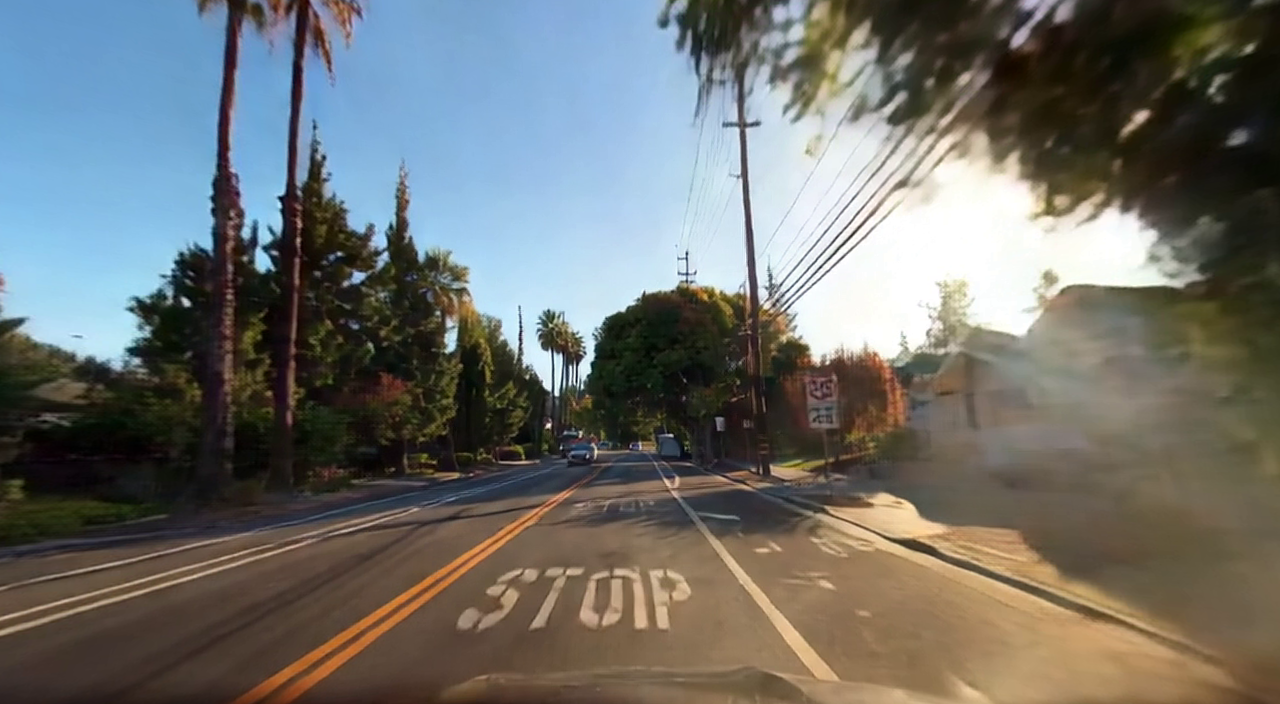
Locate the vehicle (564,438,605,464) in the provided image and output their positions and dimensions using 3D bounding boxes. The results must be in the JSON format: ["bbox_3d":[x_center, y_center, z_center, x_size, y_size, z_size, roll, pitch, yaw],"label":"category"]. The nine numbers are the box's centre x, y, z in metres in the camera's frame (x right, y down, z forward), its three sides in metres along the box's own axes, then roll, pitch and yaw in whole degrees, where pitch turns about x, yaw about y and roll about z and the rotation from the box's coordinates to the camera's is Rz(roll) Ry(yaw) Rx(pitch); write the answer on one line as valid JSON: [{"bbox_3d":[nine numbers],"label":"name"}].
[{"bbox_3d":[-3.844,6.913,44.452,2.336,1.669,5.581,0,-8,0],"label":"vehicle"}]
